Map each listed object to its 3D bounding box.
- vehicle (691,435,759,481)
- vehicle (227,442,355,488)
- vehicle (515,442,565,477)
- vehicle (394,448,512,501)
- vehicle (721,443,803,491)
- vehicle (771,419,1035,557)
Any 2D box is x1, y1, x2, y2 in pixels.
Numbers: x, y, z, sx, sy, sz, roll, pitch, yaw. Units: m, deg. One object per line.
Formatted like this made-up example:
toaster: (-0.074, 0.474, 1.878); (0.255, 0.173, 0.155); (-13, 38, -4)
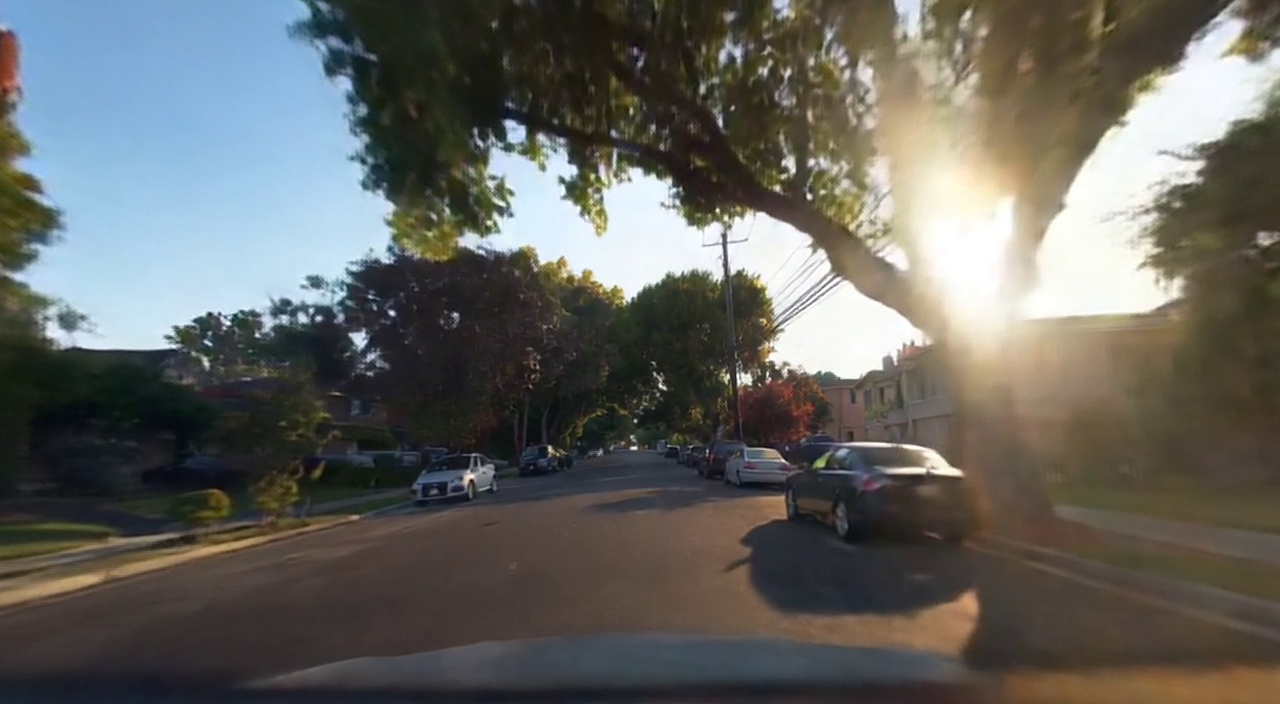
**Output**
vehicle: (3.660, 4.701, 28.340); (2.122, 1.809, 5.421); (0, -9, -2)
vehicle: (-15.796, 5.081, 28.703); (4.747, 1.899, 2.181); (-1, -7, 13)
vehicle: (-5.762, 6.285, 37.024); (2.118, 1.753, 4.377); (-4, -9, 0)
vehicle: (-5.754, 3.829, 20.215); (2.199, 1.439, 4.757); (-1, -9, 2)
vehicle: (4.074, 3.910, 21.851); (1.848, 1.436, 4.582); (0, -9, -1)
vehicle: (3.760, 2.027, 10.213); (2.247, 1.618, 4.655); (2, -8, -1)
